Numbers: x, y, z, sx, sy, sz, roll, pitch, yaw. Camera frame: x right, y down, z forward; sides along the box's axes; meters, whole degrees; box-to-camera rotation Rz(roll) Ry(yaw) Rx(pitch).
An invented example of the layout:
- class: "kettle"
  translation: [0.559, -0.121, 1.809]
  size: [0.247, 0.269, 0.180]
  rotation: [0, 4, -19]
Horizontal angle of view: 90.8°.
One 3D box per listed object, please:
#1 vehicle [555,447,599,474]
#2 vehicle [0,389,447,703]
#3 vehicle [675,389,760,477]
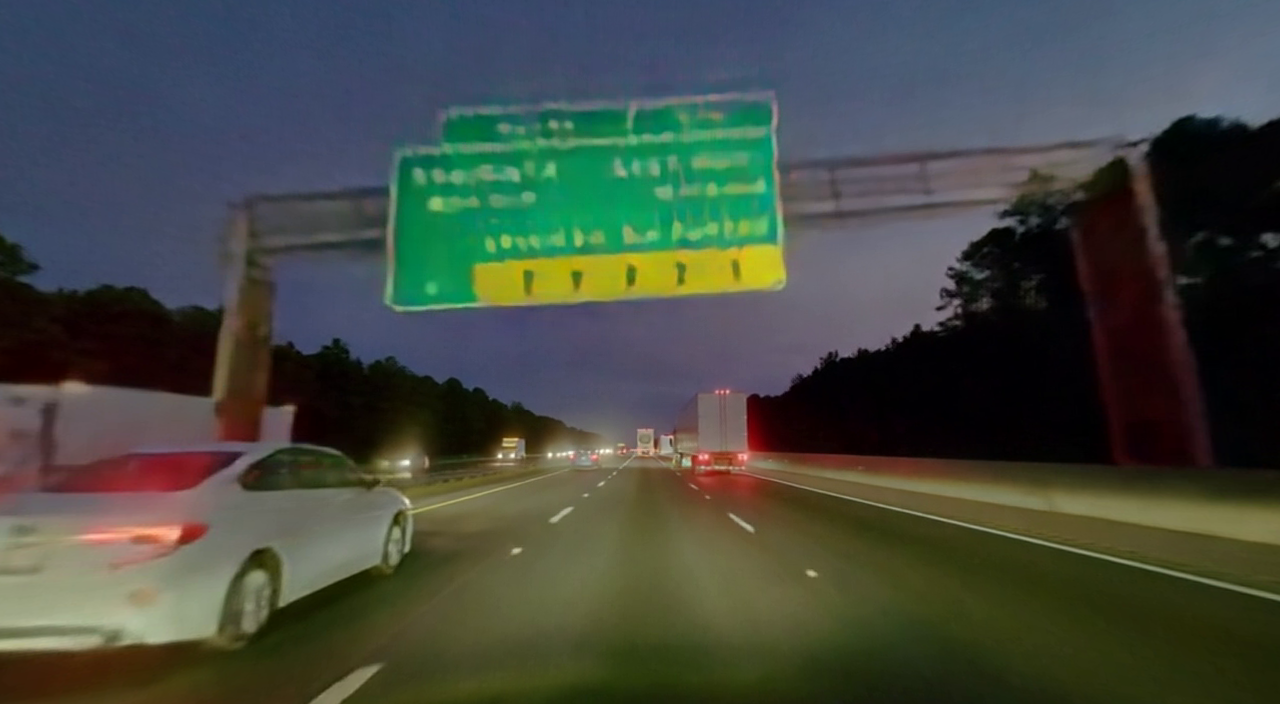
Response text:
- class: "vehicle"
  translation: [-3.609, 6.331, 36.922]
  size: [2.121, 1.445, 4.651]
  rotation: [0, -9, 0]
- class: "vehicle"
  translation: [-3.276, 1.279, 4.641]
  size: [2.104, 1.526, 4.940]
  rotation: [0, -9, 1]
- class: "vehicle"
  translation: [4.018, 4.920, 36.695]
  size: [2.974, 4.083, 14.389]
  rotation: [0, -9, 0]
